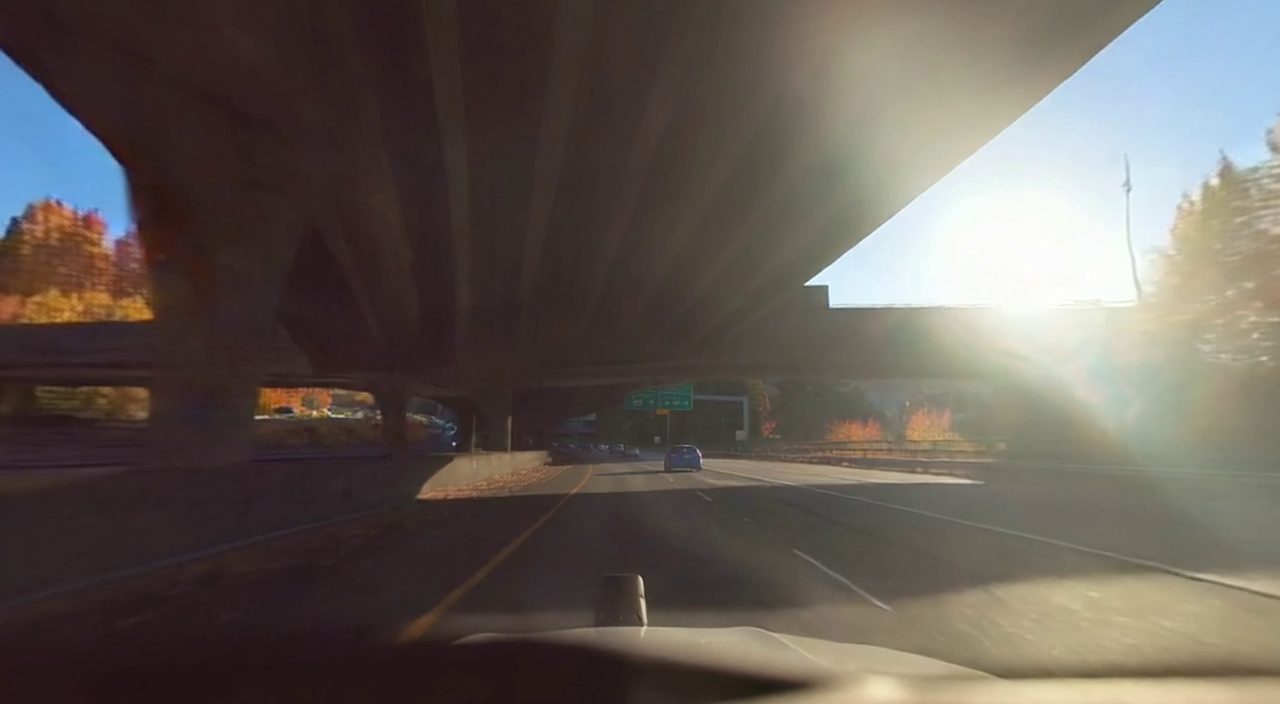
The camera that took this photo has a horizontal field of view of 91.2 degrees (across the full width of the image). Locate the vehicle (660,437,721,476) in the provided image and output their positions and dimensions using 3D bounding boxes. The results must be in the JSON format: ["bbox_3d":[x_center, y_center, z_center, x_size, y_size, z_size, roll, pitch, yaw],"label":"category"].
[{"bbox_3d":[2.234,4.804,28.935,2.337,1.633,4.222,0,-9,-2],"label":"vehicle"}]
